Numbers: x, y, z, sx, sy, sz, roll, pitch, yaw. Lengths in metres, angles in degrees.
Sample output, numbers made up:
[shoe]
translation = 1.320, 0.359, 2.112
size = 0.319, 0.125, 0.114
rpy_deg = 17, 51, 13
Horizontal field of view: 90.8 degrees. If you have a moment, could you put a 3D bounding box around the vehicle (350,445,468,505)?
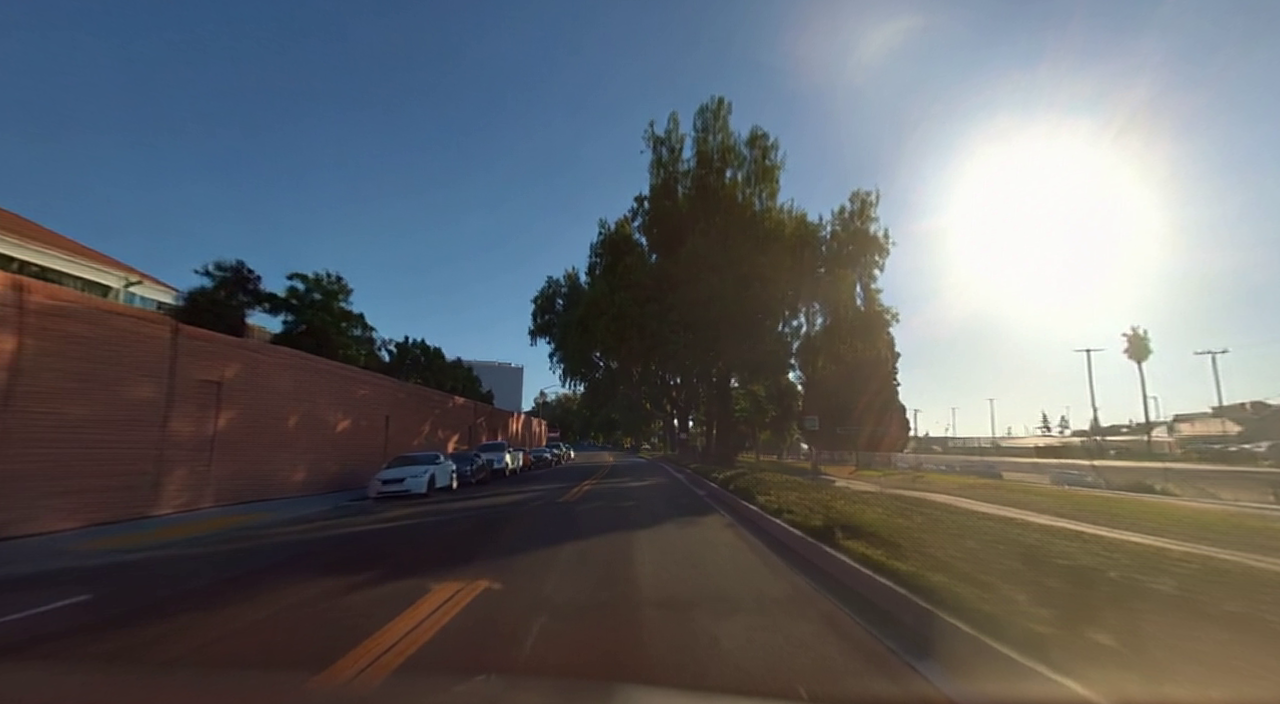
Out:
[vehicle]
translation = -6.827, 3.640, 19.246
size = 1.989, 1.485, 4.218
rpy_deg = 1, -8, 0
